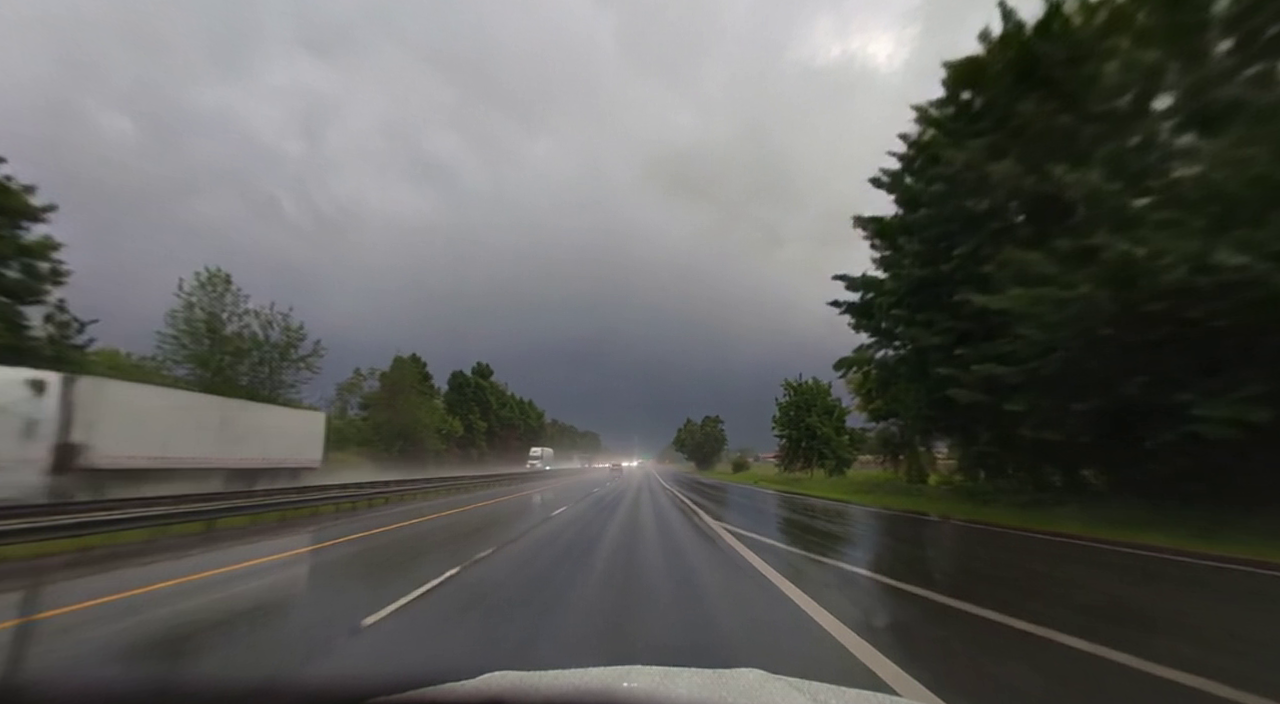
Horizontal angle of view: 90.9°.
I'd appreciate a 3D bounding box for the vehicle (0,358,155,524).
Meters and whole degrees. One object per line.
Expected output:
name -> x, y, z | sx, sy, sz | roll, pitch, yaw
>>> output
vehicle -> -17.270, 2.468, 17.139 | 3.002, 4.023, 5.968 | 0, -10, 0
